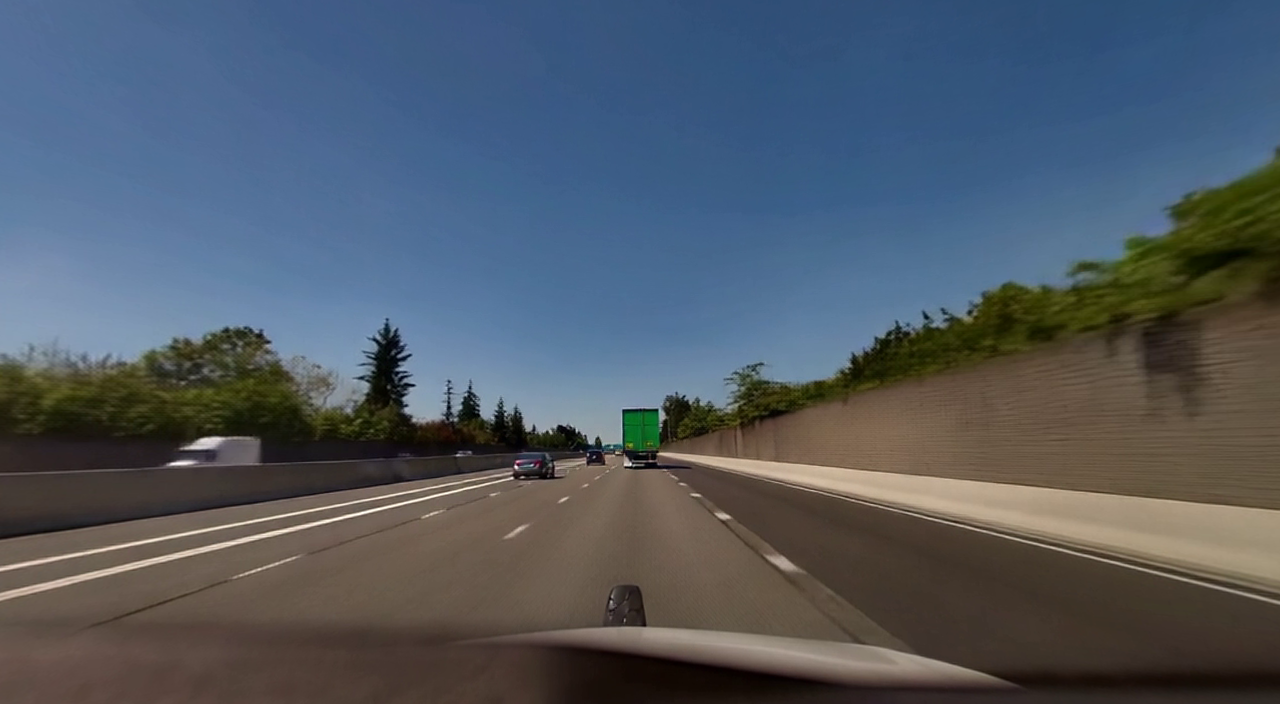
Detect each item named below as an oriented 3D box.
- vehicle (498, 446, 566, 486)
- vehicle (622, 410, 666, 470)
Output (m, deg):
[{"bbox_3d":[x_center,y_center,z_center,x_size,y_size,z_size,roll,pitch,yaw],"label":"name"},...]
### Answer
[{"bbox_3d":[-4.418,4.718,26.462,1.977,1.478,4.702,0,-9,1],"label":"vehicle"},{"bbox_3d":[0.373,6.738,47.854,2.980,4.051,10.359,0,-9,1],"label":"vehicle"}]
